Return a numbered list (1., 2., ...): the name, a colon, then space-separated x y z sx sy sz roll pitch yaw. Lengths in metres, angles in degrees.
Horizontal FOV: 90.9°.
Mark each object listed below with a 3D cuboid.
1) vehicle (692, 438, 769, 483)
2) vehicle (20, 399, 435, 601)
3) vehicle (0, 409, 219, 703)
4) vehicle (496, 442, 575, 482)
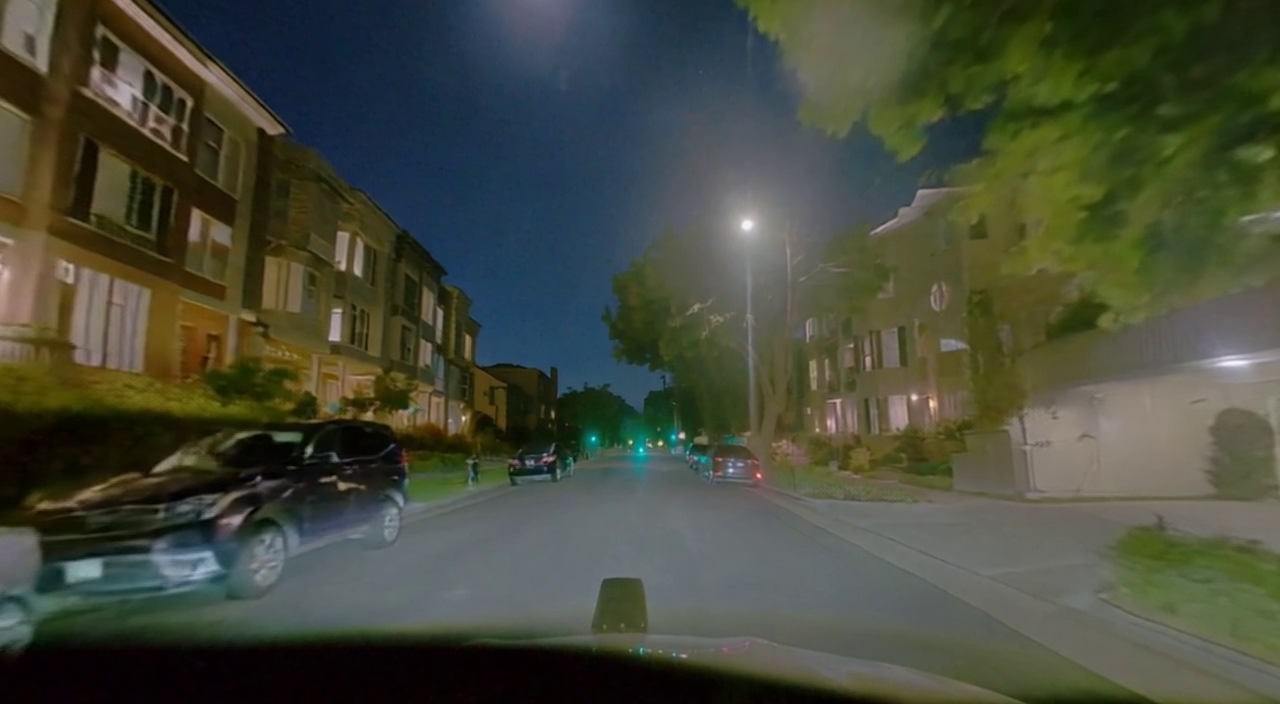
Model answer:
1. vehicle: 3.179 3.927 23.281 2.000 1.456 5.251 0 -8 -1
2. vehicle: -4.221 1.566 7.530 2.108 1.686 4.129 -1 -8 1
3. vehicle: -4.296 0.952 2.451 2.086 1.493 4.582 -1 -8 1
4. vehicle: -3.766 4.026 23.488 1.995 1.330 4.080 0 -8 4
